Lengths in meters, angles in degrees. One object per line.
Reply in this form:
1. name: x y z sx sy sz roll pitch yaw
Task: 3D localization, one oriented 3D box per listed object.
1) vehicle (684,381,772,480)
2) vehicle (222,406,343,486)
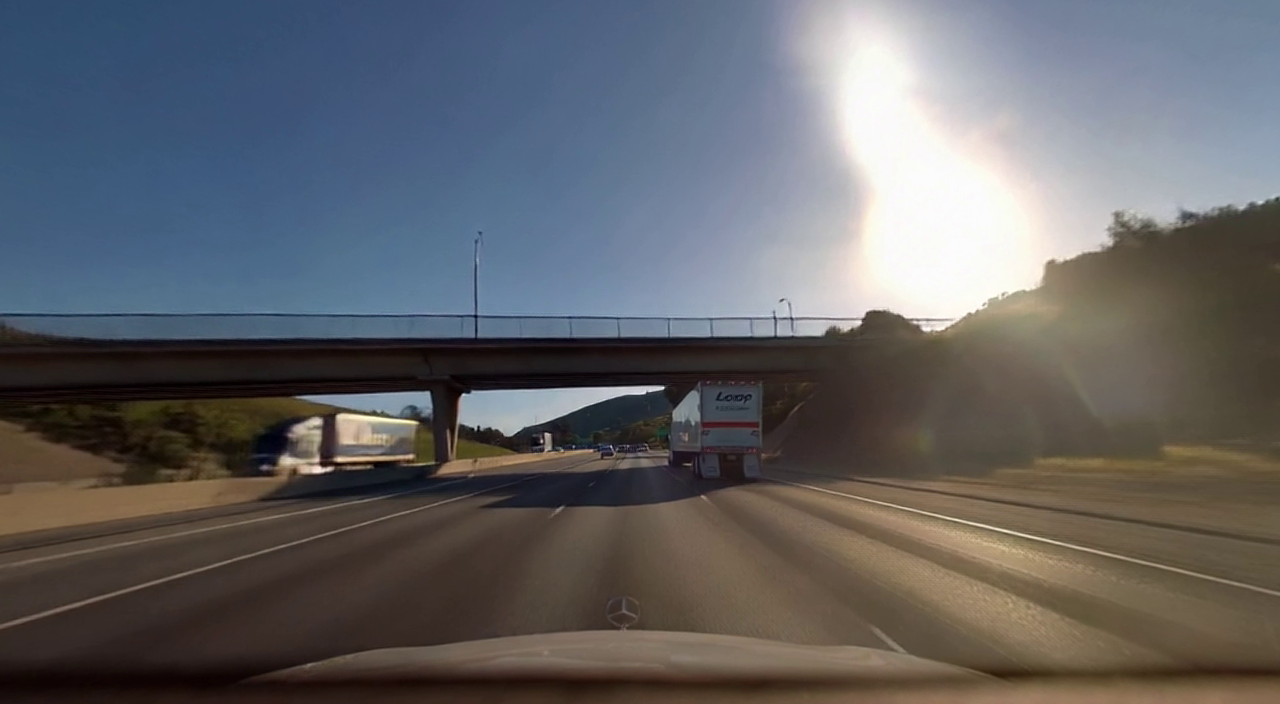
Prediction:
1. vehicle: 3.840 3.820 29.869 2.885 3.992 8.526 0 -9 0
2. vehicle: -19.542 5.224 35.014 3.044 4.002 5.865 0 -9 0
